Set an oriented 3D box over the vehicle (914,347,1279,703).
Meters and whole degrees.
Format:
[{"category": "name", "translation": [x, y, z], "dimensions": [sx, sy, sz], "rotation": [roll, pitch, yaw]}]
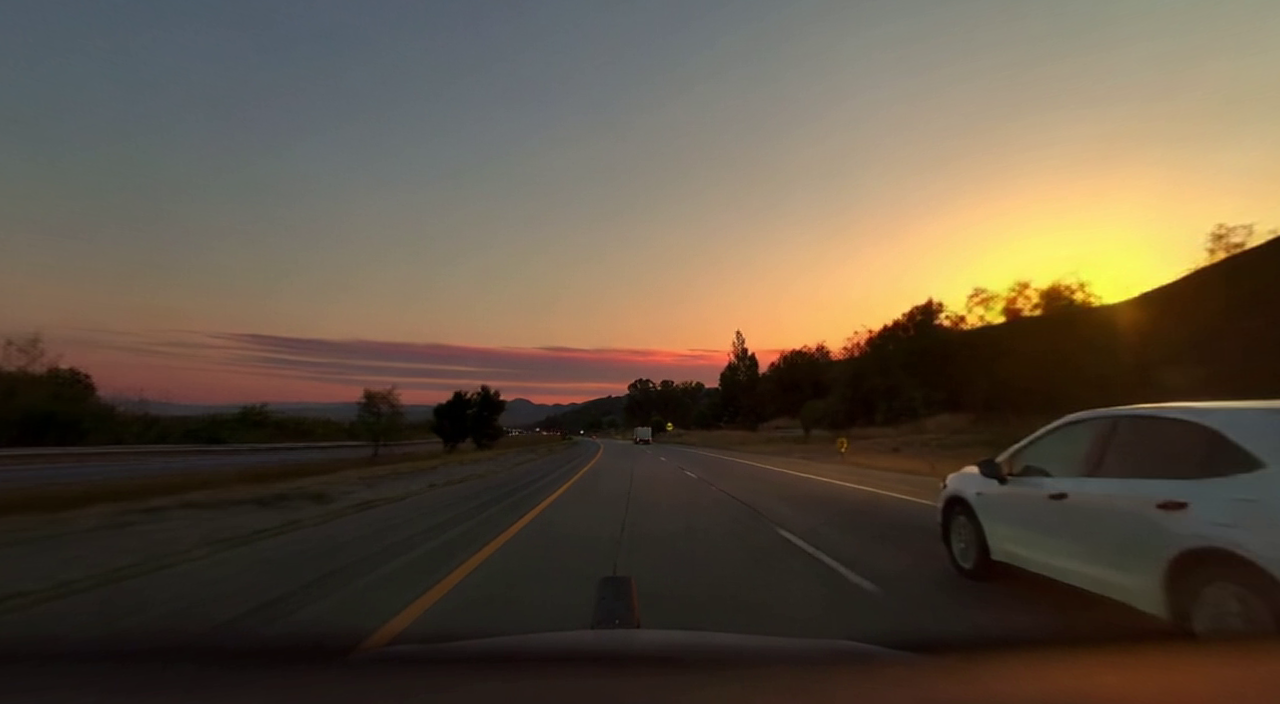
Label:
[{"category": "vehicle", "translation": [3.670, 0.990, 3.999], "dimensions": [1.941, 1.655, 4.137], "rotation": [0, -8, -1]}]
